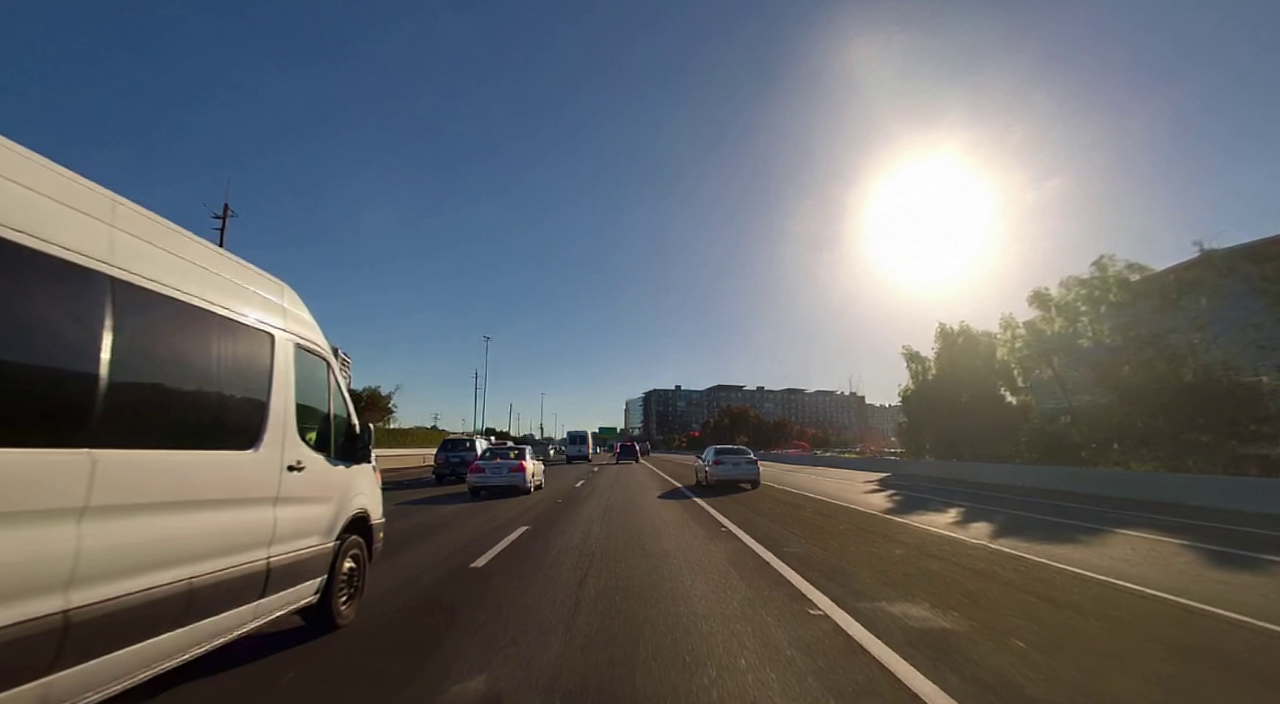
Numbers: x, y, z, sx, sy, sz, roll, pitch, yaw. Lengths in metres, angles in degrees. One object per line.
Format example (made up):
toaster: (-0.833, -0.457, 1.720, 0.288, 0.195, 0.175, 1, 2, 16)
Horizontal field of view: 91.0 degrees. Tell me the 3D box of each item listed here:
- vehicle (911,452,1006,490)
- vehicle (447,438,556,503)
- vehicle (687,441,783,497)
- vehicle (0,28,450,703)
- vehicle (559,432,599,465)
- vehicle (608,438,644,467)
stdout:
vehicle: (14.011, 5.239, 28.023, 1.846, 1.471, 4.423, 2, -9, -2)
vehicle: (-3.515, 3.092, 16.857, 1.963, 1.507, 4.172, 0, -9, 0)
vehicle: (2.762, 3.535, 19.470, 2.127, 1.513, 4.501, 0, -9, -2)
vehicle: (-3.107, 0.504, 3.156, 2.383, 2.543, 5.904, 0, -9, 0)
vehicle: (-4.490, 7.194, 47.143, 2.504, 2.276, 5.933, 0, -9, -1)
vehicle: (-0.937, 6.610, 41.480, 2.207, 1.807, 4.199, 0, -9, -1)
